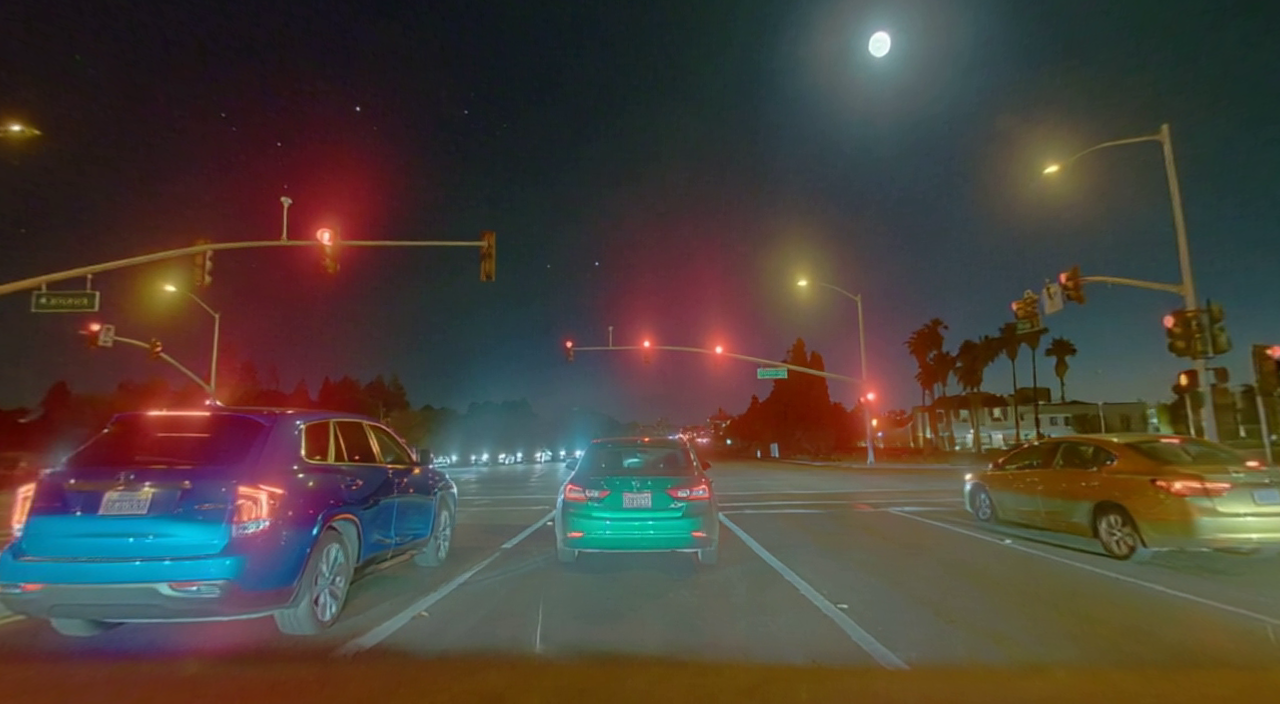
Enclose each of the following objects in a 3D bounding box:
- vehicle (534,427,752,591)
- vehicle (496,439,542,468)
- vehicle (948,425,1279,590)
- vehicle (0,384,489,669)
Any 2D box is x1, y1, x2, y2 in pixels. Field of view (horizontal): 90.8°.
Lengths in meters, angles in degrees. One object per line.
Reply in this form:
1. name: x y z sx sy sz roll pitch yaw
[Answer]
1. vehicle: -0.003 1.705 7.714 1.942 1.445 3.973 0 -8 -1
2. vehicle: -7.953 6.706 42.032 2.130 1.810 4.450 -2 -8 1
3. vehicle: 6.086 1.759 8.085 1.970 1.489 4.482 0 -8 -1
4. vehicle: -3.103 1.369 6.081 2.051 1.682 4.467 0 -8 2
